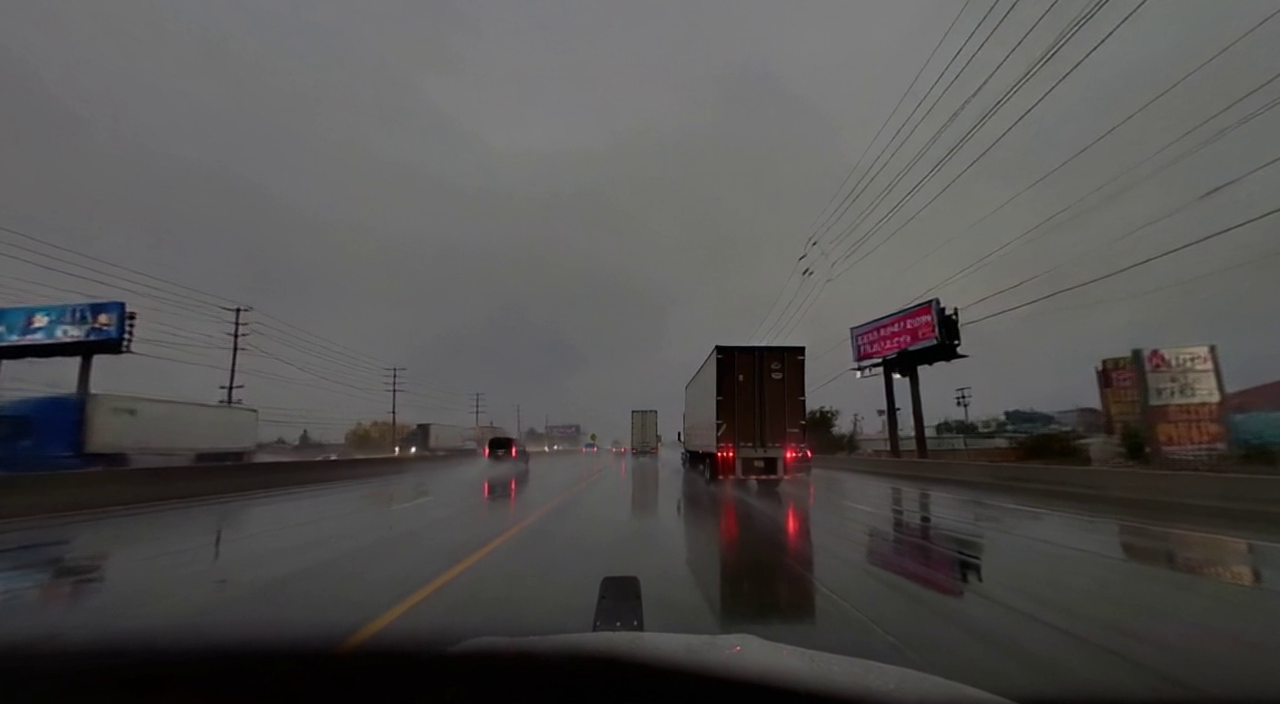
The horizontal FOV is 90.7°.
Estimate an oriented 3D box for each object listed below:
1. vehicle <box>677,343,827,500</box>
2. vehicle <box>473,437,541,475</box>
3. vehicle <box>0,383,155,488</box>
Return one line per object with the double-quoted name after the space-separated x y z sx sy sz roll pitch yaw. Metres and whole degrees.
3.450 3.073 25.137 2.892 4.152 16.575 0 -9 0 "vehicle"
-7.308 5.796 35.457 2.425 1.917 5.647 -1 -9 1 "vehicle"
-24.741 3.477 25.874 2.894 3.754 8.528 0 -9 0 "vehicle"
